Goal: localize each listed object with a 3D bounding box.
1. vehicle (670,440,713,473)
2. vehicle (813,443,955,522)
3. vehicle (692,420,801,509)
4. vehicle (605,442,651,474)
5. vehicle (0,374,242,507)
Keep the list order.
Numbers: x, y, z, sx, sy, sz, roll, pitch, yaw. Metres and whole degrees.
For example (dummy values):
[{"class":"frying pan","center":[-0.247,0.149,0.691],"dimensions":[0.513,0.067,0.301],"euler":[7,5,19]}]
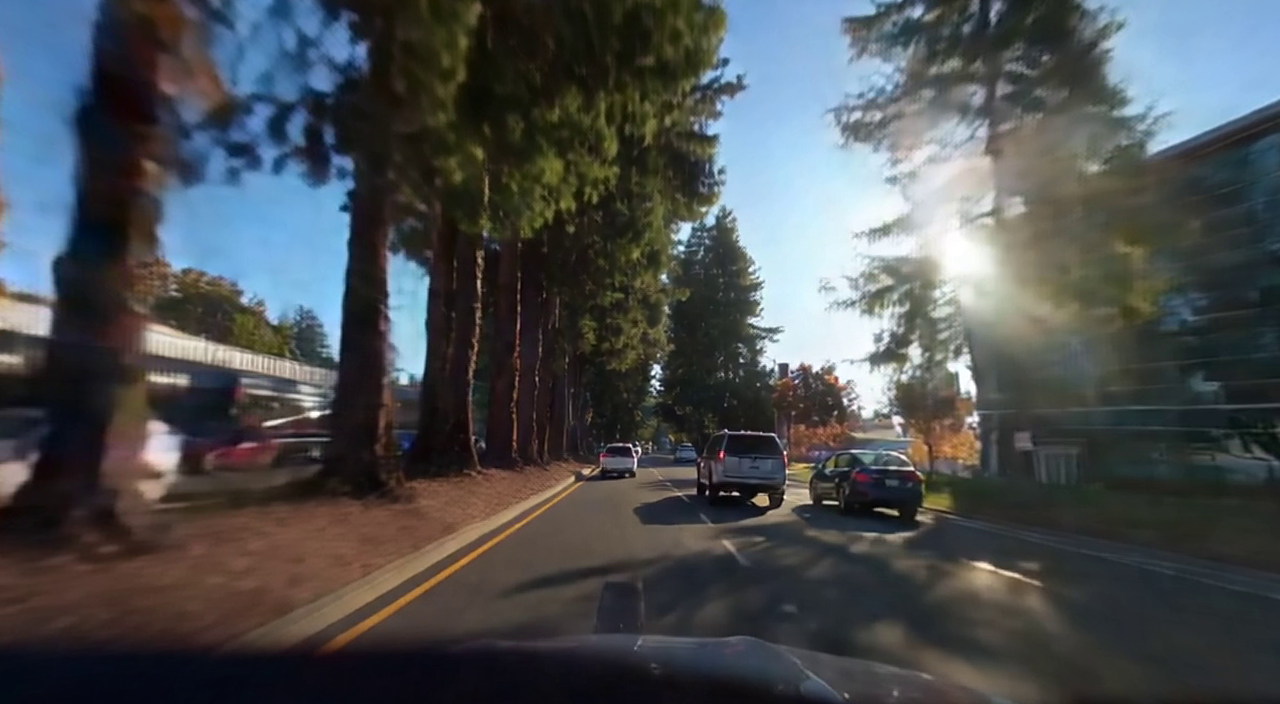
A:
[{"class":"vehicle","center":[2.755,5.745,34.963],"dimensions":[1.922,1.708,4.126],"euler":[0,-9,-2]},{"class":"vehicle","center":[6.199,3.326,16.688],"dimensions":[1.913,1.777,4.269],"euler":[0,-9,-2]},{"class":"vehicle","center":[2.717,2.981,17.108],"dimensions":[2.035,1.940,4.299],"euler":[4,-9,-1]},{"class":"vehicle","center":[-0.591,5.200,31.169],"dimensions":[2.119,1.460,3.847],"euler":[0,-9,-1]},{"class":"vehicle","center":[-9.424,1.558,11.007],"dimensions":[1.895,1.816,4.636],"euler":[0,-9,0]}]
